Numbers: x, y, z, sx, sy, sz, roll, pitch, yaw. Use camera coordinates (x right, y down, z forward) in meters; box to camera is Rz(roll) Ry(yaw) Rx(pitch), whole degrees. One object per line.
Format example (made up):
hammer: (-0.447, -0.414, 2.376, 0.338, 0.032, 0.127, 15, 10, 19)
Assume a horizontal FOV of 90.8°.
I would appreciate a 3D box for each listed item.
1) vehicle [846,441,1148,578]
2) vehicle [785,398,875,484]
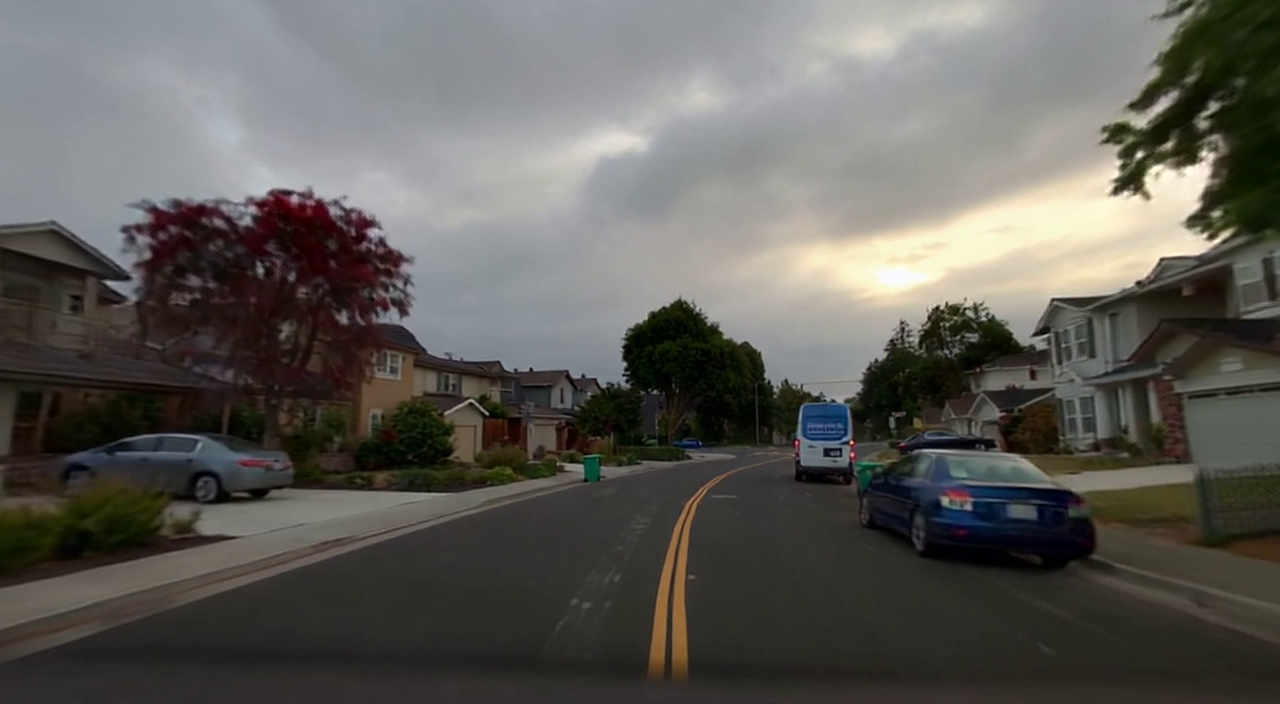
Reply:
vehicle: (4.275, 1.890, 8.531, 1.835, 1.349, 4.285, -1, -8, 4)
vehicle: (6.920, 3.320, 23.556, 2.684, 2.712, 6.197, -3, -8, 14)
